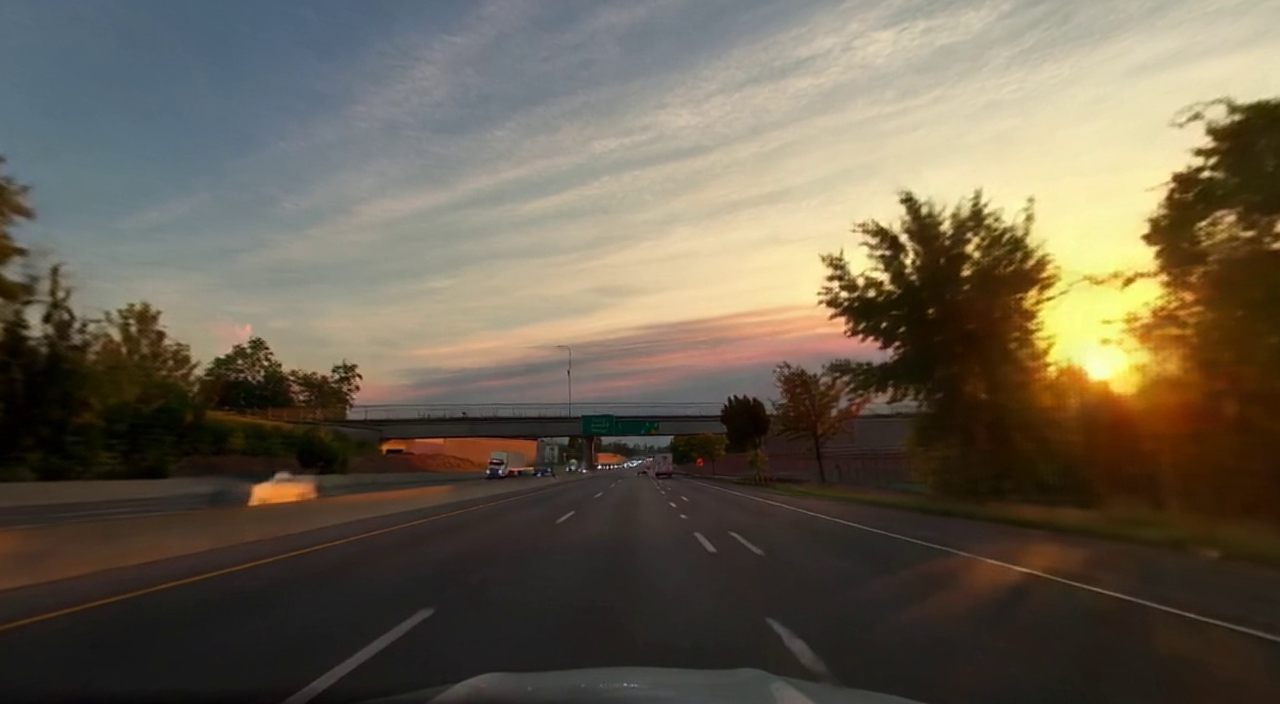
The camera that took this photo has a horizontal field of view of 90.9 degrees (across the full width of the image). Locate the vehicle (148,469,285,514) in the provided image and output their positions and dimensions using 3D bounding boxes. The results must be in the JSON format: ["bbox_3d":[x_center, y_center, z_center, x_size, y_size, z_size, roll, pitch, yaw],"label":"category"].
[{"bbox_3d":[-16.229,5.348,24.503,1.966,1.490,4.753,1,-10,0],"label":"vehicle"}]
